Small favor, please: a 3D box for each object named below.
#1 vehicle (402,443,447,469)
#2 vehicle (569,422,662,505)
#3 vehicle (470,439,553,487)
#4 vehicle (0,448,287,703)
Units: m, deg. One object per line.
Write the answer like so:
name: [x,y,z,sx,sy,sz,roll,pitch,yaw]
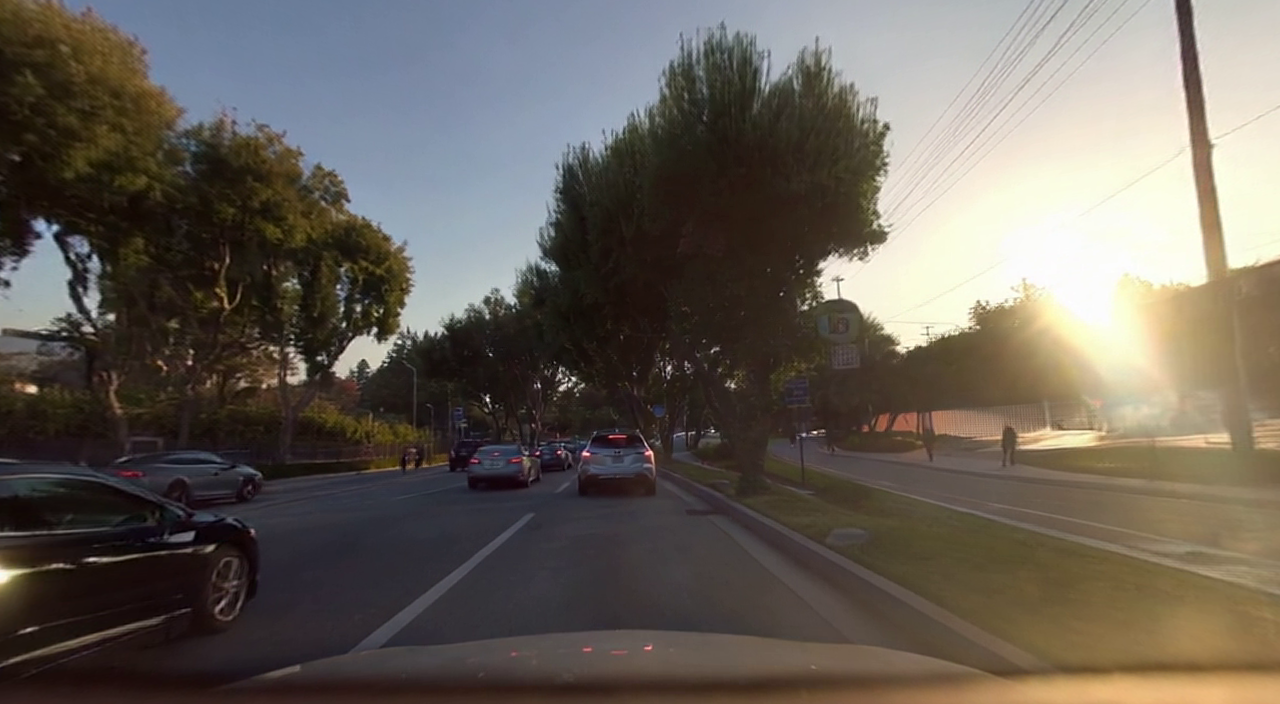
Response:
vehicle: [-15.846,7.634,46.765,1.785,1.745,4.405,0,-8,0]
vehicle: [-0.583,2.708,15.716,2.012,1.769,3.897,0,-9,-2]
vehicle: [-4.396,3.866,22.327,2.087,1.485,4.452,0,-8,-1]
vehicle: [-3.654,1.066,2.598,1.865,1.314,4.461,0,-8,0]
